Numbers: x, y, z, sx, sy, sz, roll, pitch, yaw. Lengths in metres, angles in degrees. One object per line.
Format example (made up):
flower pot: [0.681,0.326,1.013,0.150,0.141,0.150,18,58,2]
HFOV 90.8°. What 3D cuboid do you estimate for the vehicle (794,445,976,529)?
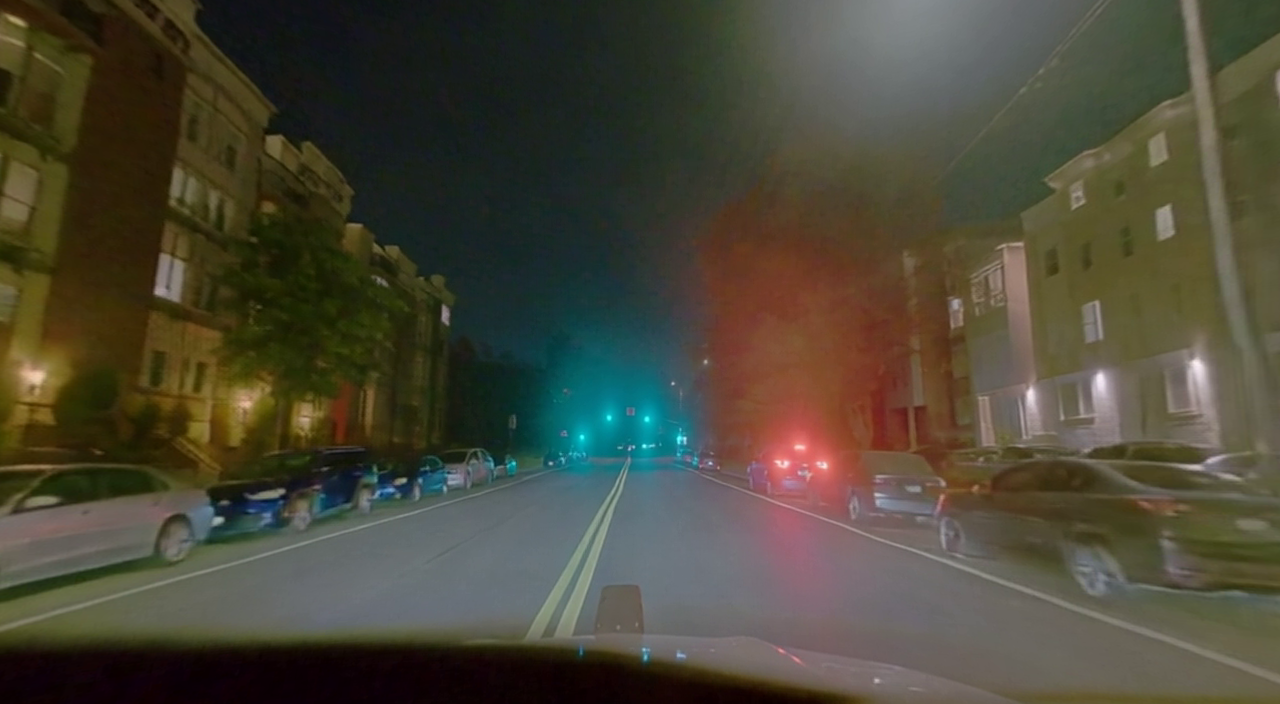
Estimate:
vehicle: [4.938,2.754,13.615,1.830,1.477,4.684,0,-9,-3]

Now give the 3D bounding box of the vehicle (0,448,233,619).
vehicle: [-6.576,1.749,6.511,1.809,1.499,4.358,0,-9,1]

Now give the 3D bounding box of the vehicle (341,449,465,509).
vehicle: [-6.549,3.532,18.088,1.811,1.454,4.610,0,-9,-1]

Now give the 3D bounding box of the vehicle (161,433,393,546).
vehicle: [-6.578,2.493,12.198,1.904,1.727,4.530,0,-9,-2]

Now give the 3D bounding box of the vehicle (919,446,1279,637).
vehicle: [4.985,1.774,7.032,1.798,1.432,4.330,0,-9,0]

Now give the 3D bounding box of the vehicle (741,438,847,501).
vehicle: [4.560,3.550,19.546,1.992,1.703,4.503,0,-9,-2]

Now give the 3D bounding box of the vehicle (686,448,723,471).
vehicle: [4.550,7.658,45.175,1.955,1.536,4.395,0,-9,-3]
